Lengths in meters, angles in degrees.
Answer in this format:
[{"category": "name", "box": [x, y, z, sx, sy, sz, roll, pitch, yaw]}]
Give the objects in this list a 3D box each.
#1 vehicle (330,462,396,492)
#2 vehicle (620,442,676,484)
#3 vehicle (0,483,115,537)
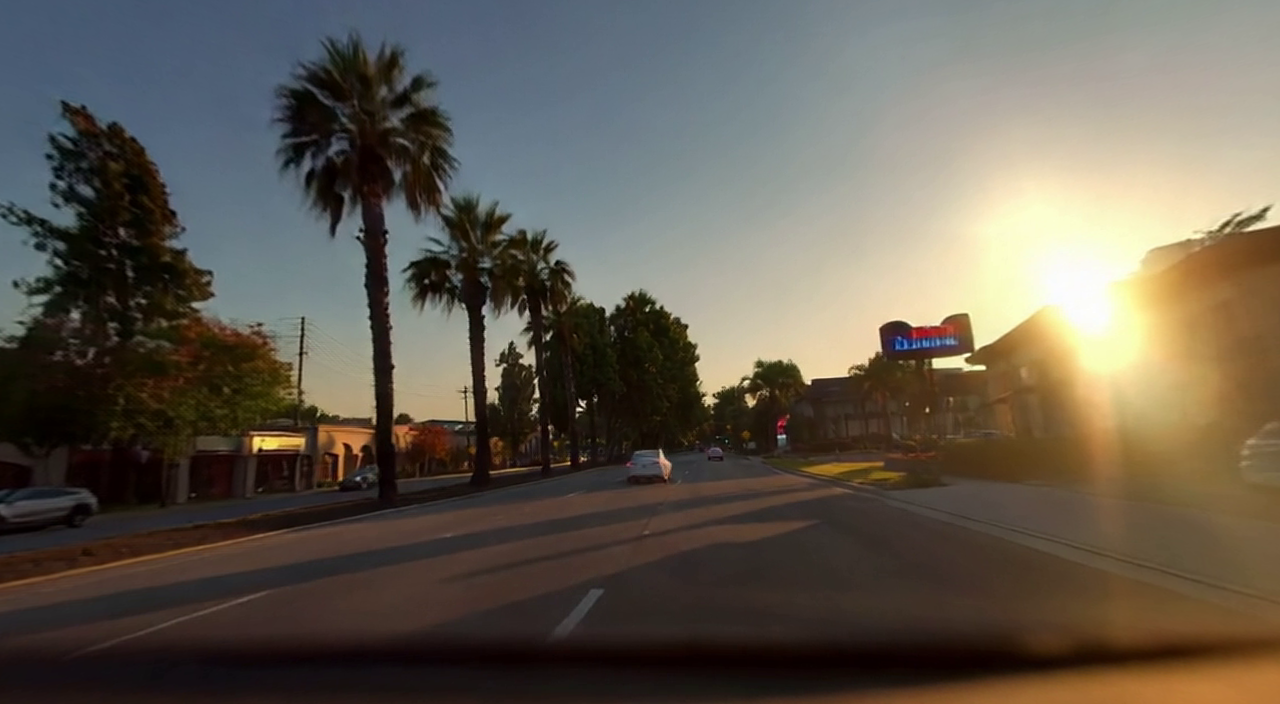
[{"category": "vehicle", "box": [-20.186, 9.106, 46.326, 2.294, 1.935, 4.783, -1, -9, 5]}, {"category": "vehicle", "box": [0.450, 5.092, 29.303, 2.147, 1.745, 4.648, -1, -9, 6]}, {"category": "vehicle", "box": [-22.140, 5.675, 22.997, 1.929, 1.552, 4.488, -1, -9, 4]}]
